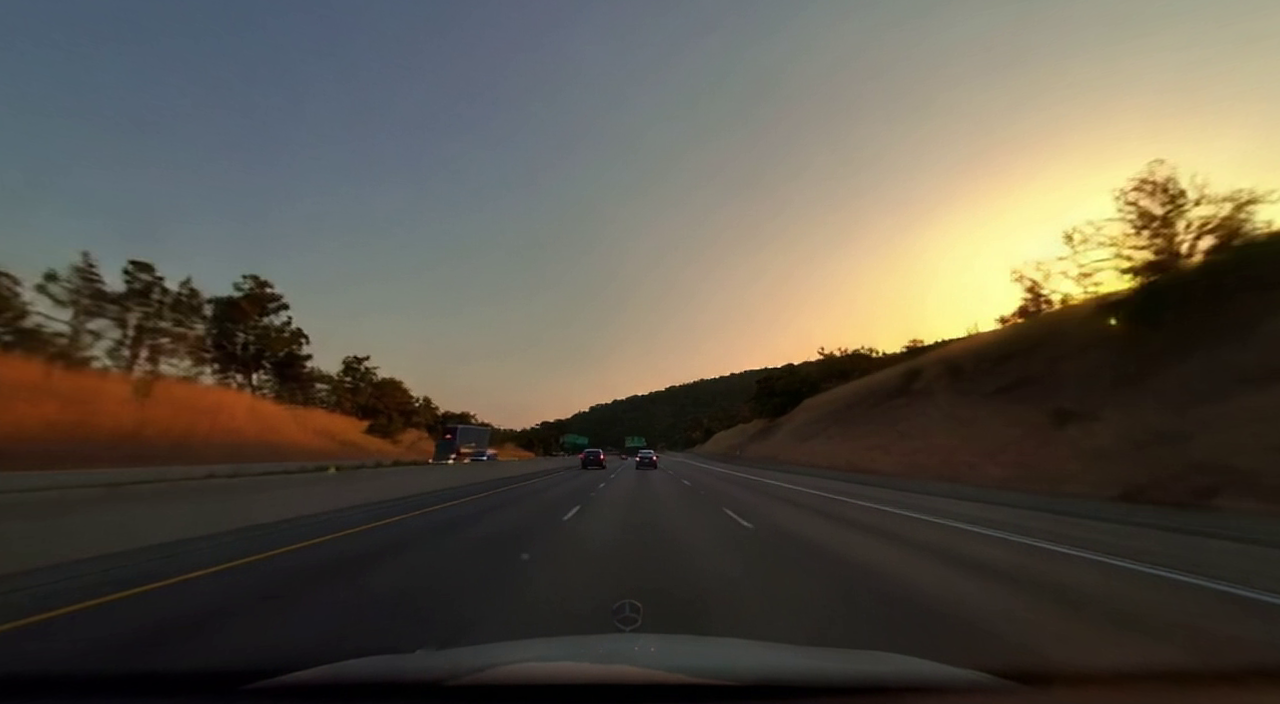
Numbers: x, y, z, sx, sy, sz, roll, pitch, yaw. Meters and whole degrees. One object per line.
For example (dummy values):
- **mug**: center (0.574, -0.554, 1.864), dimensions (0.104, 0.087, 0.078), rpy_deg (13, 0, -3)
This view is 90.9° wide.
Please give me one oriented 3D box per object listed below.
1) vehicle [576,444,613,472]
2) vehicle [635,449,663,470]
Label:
- **vehicle**: center (-3.056, 7.252, 43.263), dimensions (2.143, 1.770, 4.283), rpy_deg (0, -9, 1)
- **vehicle**: center (0.696, 8.207, 48.141), dimensions (2.036, 1.519, 4.225), rpy_deg (0, -9, 0)
